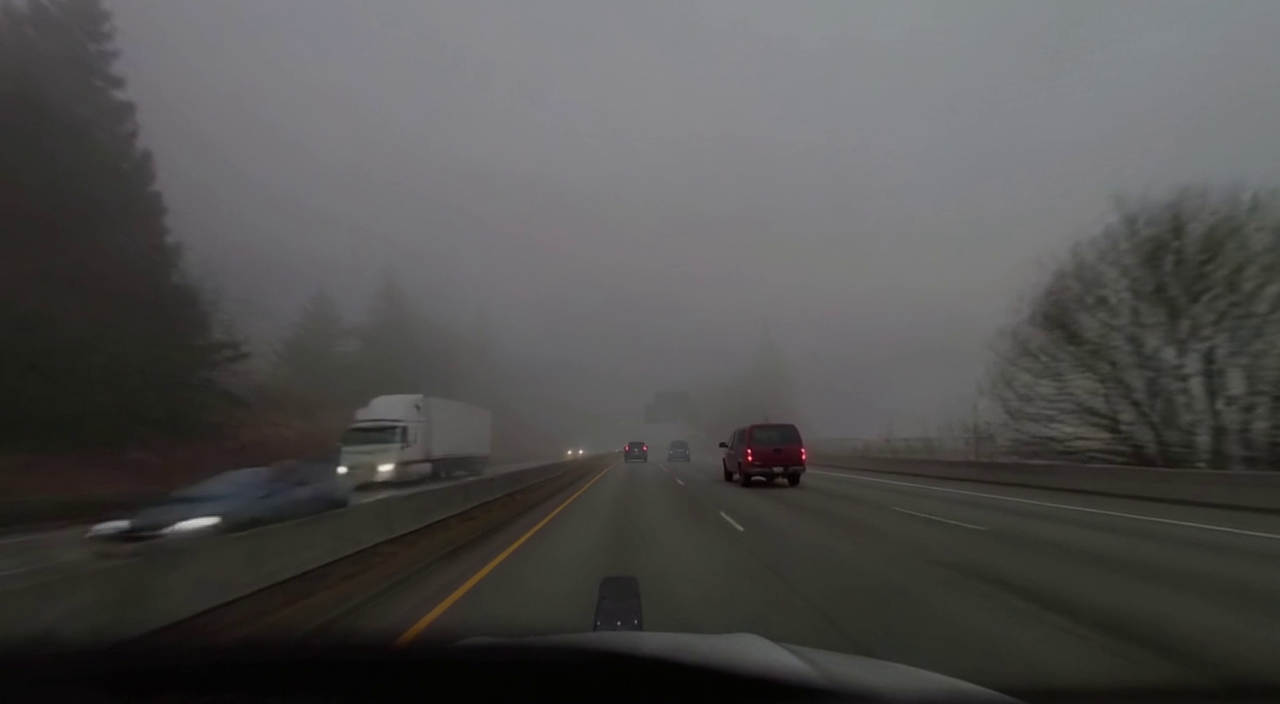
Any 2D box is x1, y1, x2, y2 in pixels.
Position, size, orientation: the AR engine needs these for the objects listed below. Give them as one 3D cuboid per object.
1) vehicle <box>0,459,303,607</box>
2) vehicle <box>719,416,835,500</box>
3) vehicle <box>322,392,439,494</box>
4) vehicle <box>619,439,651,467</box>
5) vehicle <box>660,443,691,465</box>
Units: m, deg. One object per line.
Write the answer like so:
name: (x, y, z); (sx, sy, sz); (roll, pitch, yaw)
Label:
vehicle: (-6.953, 2.293, 8.895); (1.901, 1.462, 4.439); (0, -9, 0)
vehicle: (3.569, 2.879, 17.386); (1.981, 1.984, 4.623); (0, -9, -2)
vehicle: (-10.709, 3.821, 26.362); (3.343, 3.964, 3.305); (0, -9, 0)
vehicle: (-0.348, 7.254, 45.332); (2.192, 1.912, 4.524); (0, -9, -1)
vehicle: (2.741, 8.051, 49.555); (2.123, 1.620, 4.959); (0, -9, -1)
